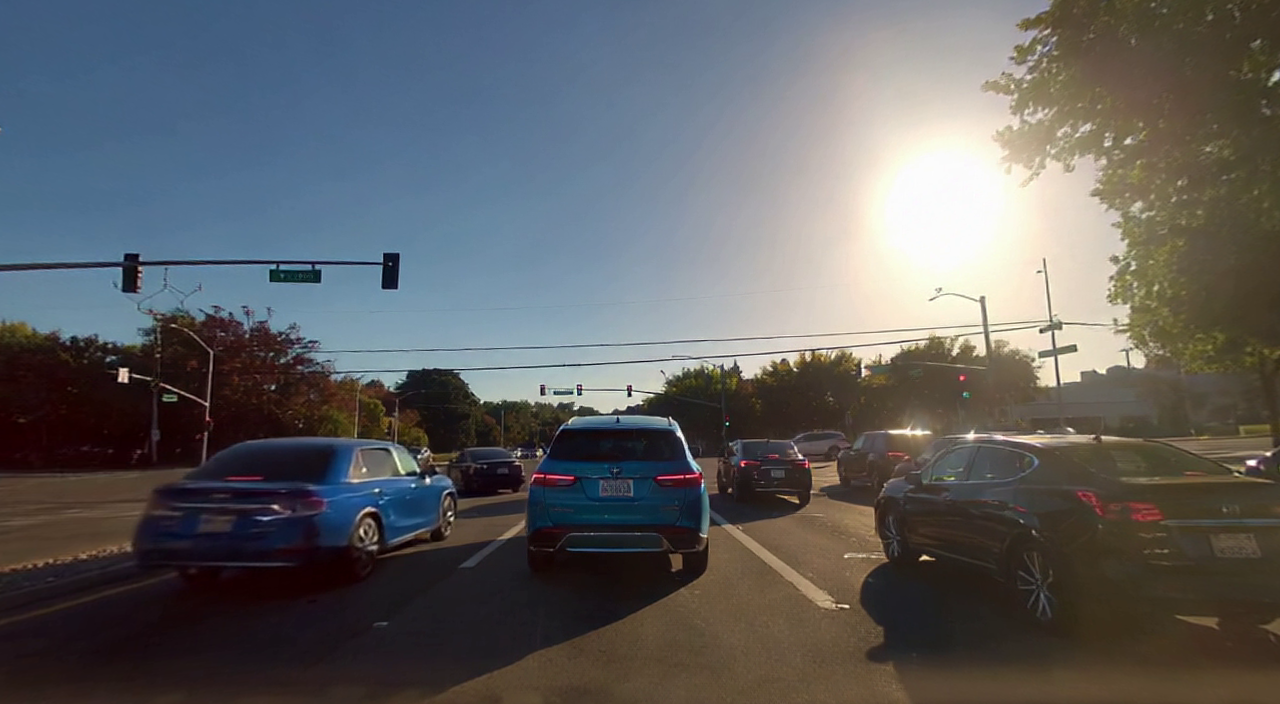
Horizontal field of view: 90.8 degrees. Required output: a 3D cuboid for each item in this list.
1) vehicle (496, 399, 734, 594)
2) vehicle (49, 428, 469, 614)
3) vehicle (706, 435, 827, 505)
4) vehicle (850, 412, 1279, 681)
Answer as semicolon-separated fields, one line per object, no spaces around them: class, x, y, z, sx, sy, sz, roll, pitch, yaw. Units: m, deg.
vehicle;-0.281;1.567;7.634;2.101;1.707;3.904;0;-8;-2
vehicle;-3.649;1.684;7.352;2.063;1.454;4.553;0;-8;0
vehicle;2.967;2.860;15.778;1.950;1.506;4.086;0;-8;-3
vehicle;3.613;1.392;5.696;1.861;1.478;4.185;0;-8;-2
